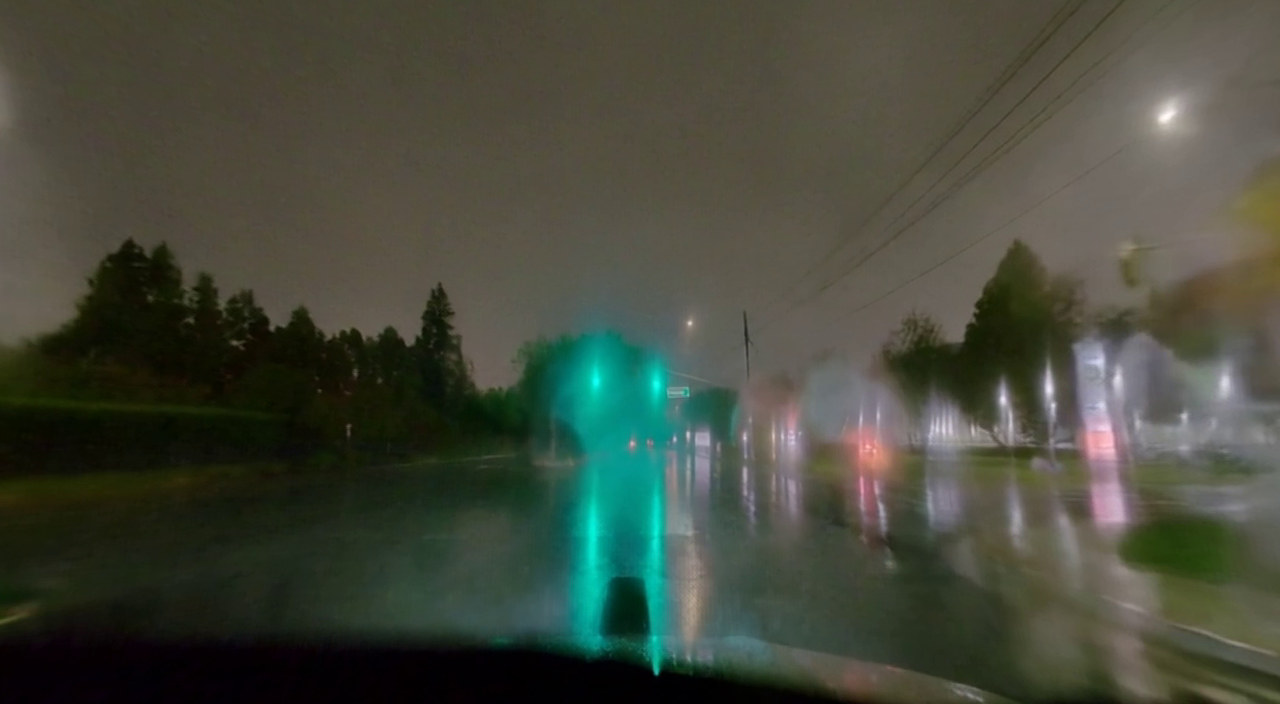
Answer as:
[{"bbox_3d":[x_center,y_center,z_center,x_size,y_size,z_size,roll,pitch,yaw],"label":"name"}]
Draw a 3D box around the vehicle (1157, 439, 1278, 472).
[{"bbox_3d":[28.214,5.061,31.015,1.783,1.461,4.311,0,-8,-2],"label":"vehicle"}]
